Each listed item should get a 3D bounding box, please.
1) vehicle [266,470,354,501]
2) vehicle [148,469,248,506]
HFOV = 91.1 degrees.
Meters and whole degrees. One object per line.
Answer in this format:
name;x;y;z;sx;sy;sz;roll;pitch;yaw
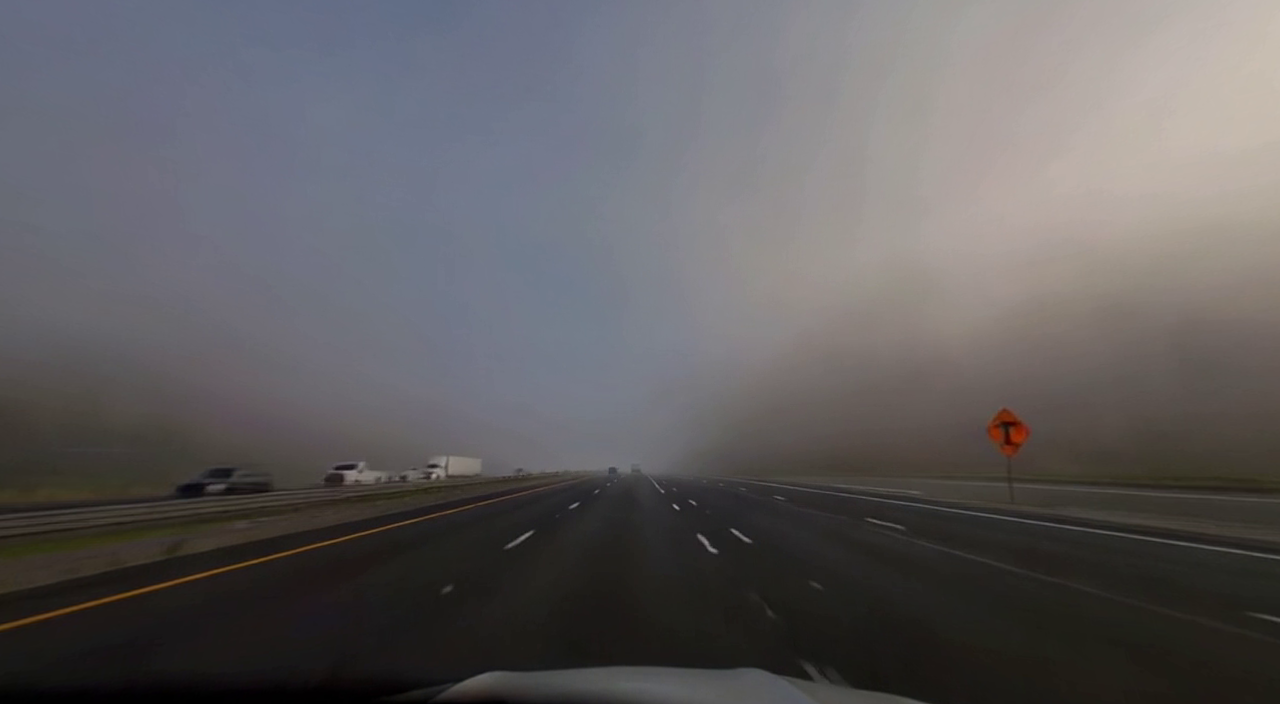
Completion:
vehicle;-16.424;6.646;31.570;2.060;1.374;4.311;1;-10;0
vehicle;-20.048;6.141;28.688;1.829;1.494;3.597;1;-10;0
